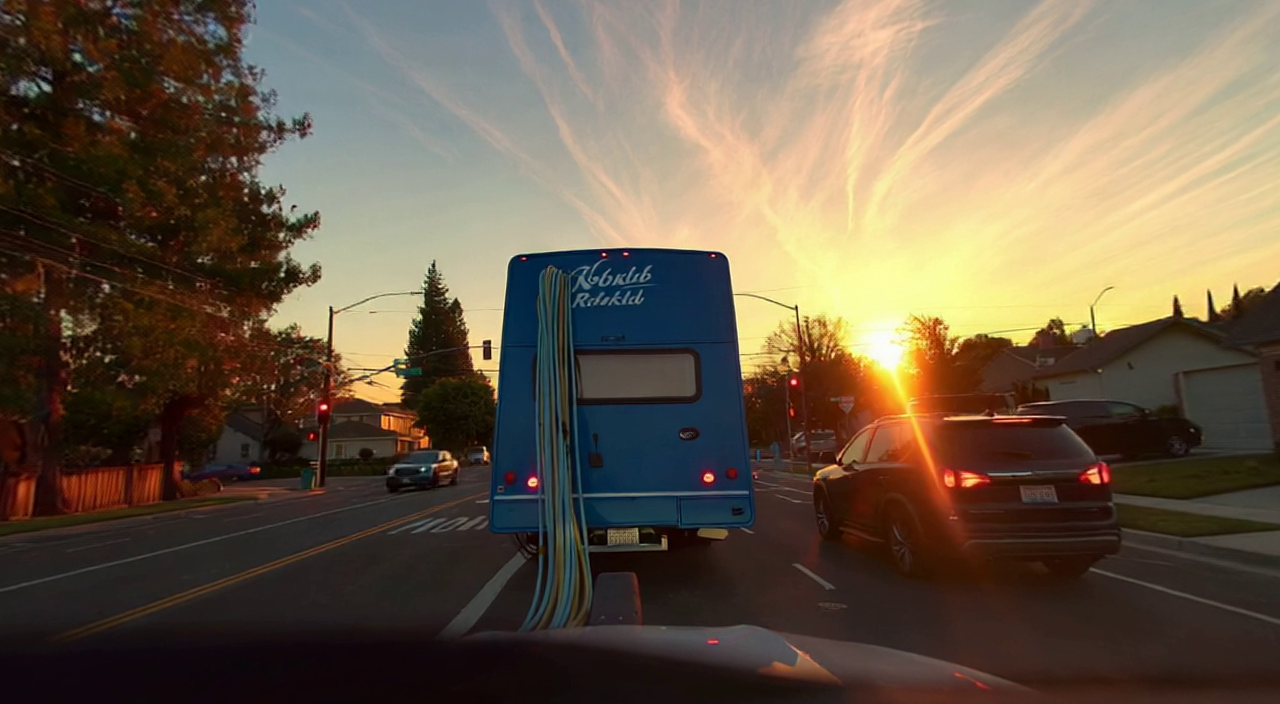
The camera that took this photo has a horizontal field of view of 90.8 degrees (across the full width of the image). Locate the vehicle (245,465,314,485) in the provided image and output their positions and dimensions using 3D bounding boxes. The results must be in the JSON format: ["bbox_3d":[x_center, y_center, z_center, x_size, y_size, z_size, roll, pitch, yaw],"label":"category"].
[{"bbox_3d":[-27.420,9.364,48.133,4.187,1.445,1.809,0,-9,0],"label":"vehicle"}]

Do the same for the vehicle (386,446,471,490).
[{"bbox_3d":[-8.984,4.914,27.240,2.110,1.713,4.449,0,-9,0],"label":"vehicle"}]

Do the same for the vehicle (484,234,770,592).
[{"bbox_3d":[-0.117,1.141,10.307,2.709,3.511,8.213,0,-9,0],"label":"vehicle"}]

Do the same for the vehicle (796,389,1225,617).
[{"bbox_3d":[3.406,1.490,7.133,2.104,1.735,4.408,0,-9,0],"label":"vehicle"}]

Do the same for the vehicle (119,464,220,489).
[{"bbox_3d":[-30.938,8.189,41.667,4.954,1.506,2.014,0,-9,-3],"label":"vehicle"}]
